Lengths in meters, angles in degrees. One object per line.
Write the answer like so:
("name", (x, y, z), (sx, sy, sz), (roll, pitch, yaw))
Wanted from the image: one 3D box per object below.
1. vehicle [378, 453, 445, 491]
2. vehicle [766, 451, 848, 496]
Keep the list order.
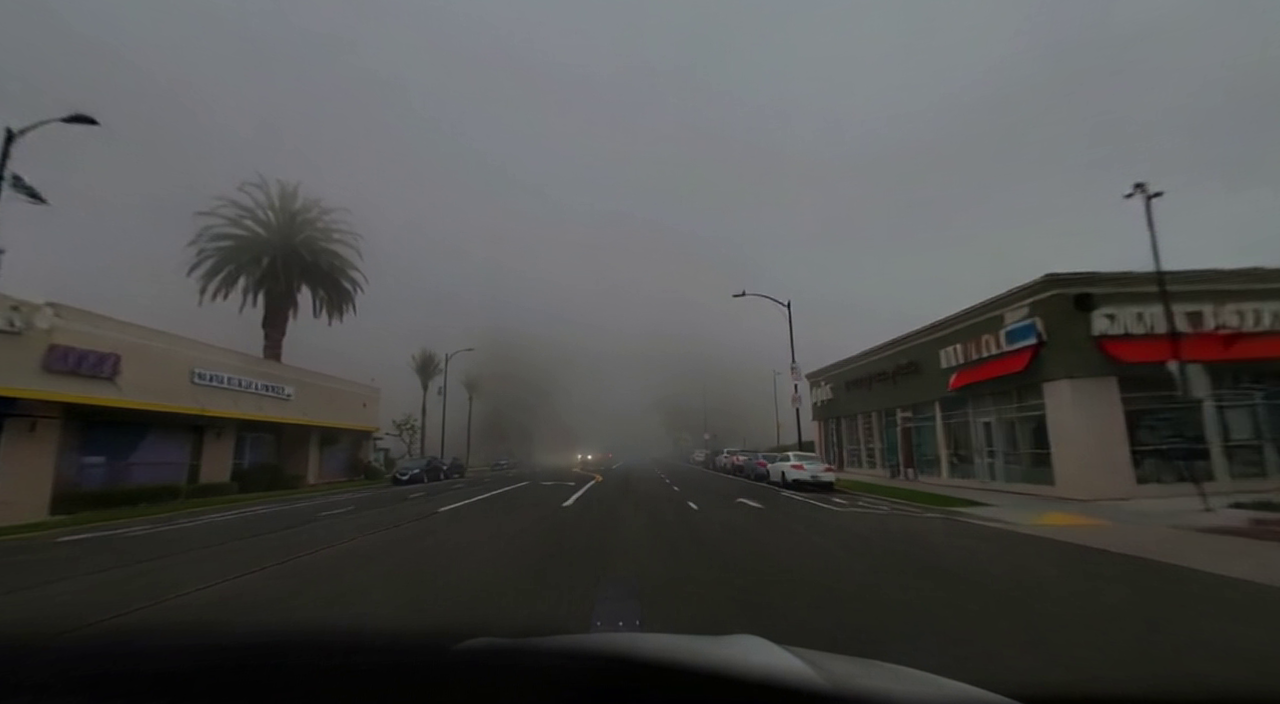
("vehicle", (-13.010, 6.816, 36.310), (1.975, 1.570, 5.265), (-8, -7, -3))
("vehicle", (6.377, 4.665, 24.690), (1.840, 1.503, 4.760), (0, -9, -1))
